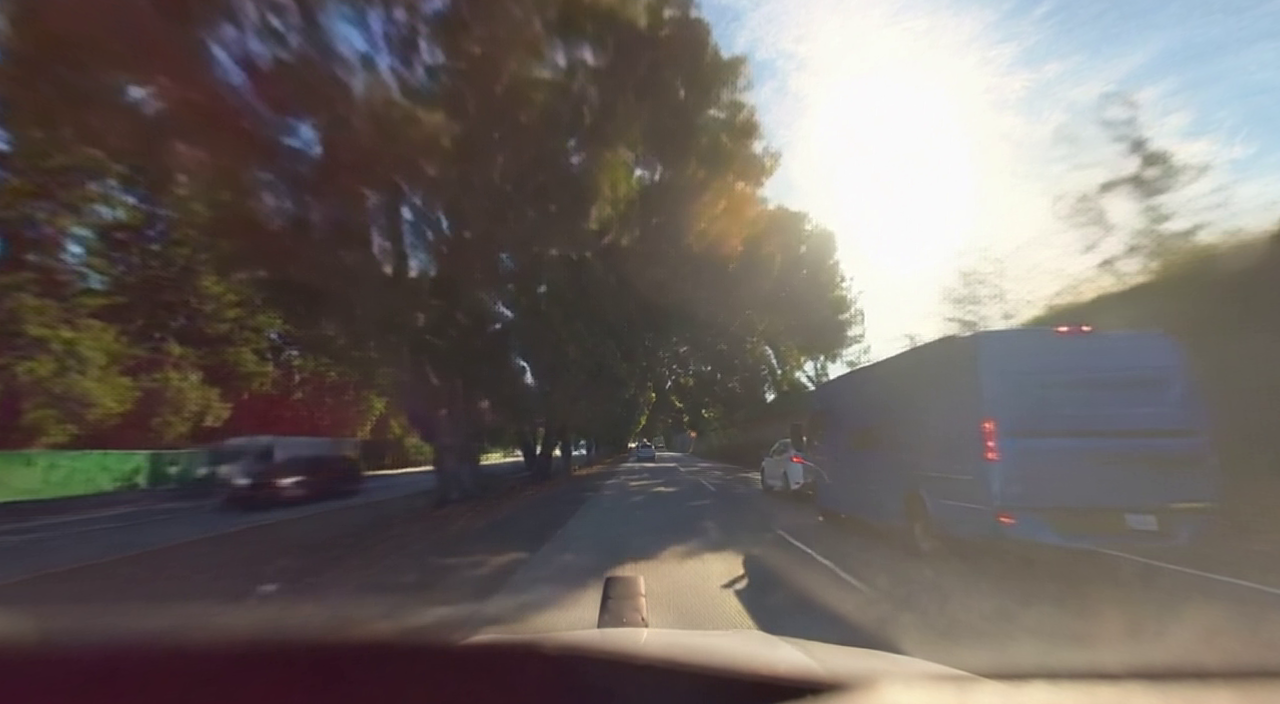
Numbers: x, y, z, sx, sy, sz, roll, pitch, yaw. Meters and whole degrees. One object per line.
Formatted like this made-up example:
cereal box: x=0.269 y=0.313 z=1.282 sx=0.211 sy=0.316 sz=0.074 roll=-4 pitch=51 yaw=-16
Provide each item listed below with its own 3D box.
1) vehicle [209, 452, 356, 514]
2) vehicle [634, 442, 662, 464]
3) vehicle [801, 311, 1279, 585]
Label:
vehicle: x=-9.909 y=3.619 z=17.845 sx=1.914 sy=1.495 sz=3.809 roll=0 pitch=-8 yaw=0
vehicle: x=0.569 y=7.686 z=47.922 sx=2.030 sy=1.572 sz=4.067 roll=0 pitch=-8 yaw=0
vehicle: x=4.786 y=1.411 z=9.658 sx=2.712 sy=2.659 sz=6.992 roll=0 pitch=-8 yaw=0
